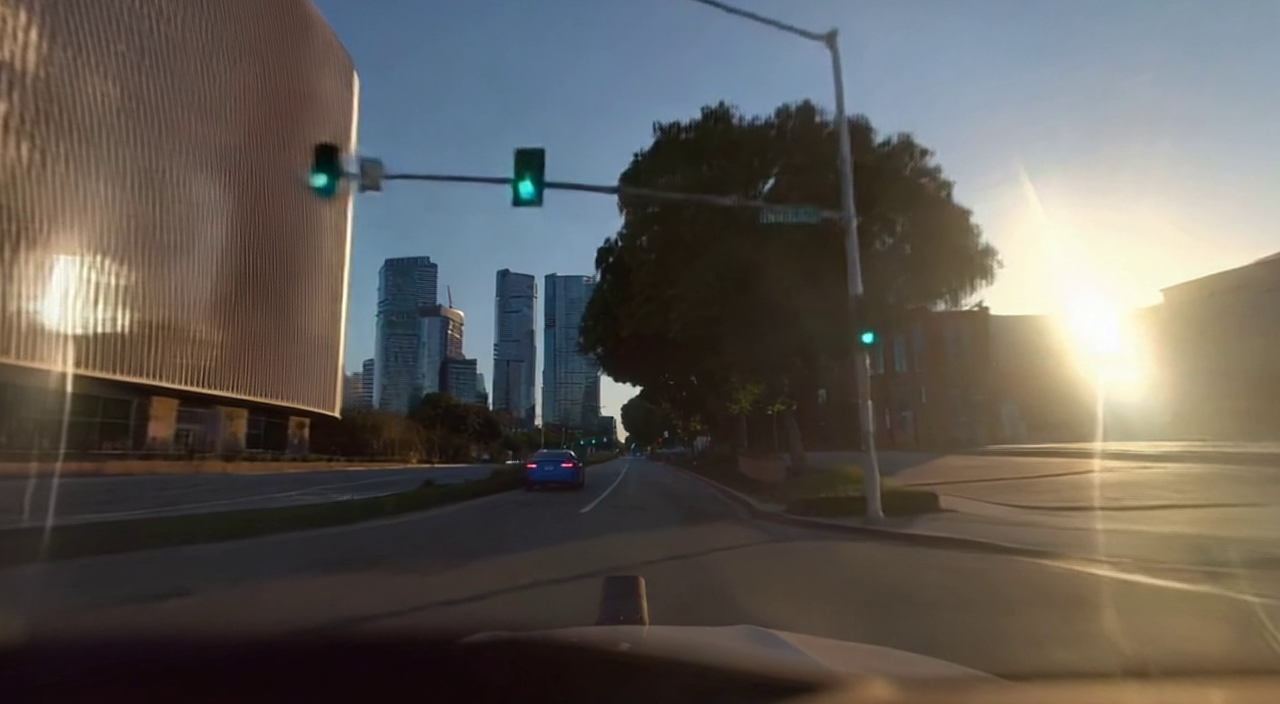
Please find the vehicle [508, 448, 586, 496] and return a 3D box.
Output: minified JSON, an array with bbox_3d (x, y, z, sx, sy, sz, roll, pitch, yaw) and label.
[{"bbox_3d":[-3.121,4.117,22.076,1.971,1.486,4.380,0,-9,1],"label":"vehicle"}]
